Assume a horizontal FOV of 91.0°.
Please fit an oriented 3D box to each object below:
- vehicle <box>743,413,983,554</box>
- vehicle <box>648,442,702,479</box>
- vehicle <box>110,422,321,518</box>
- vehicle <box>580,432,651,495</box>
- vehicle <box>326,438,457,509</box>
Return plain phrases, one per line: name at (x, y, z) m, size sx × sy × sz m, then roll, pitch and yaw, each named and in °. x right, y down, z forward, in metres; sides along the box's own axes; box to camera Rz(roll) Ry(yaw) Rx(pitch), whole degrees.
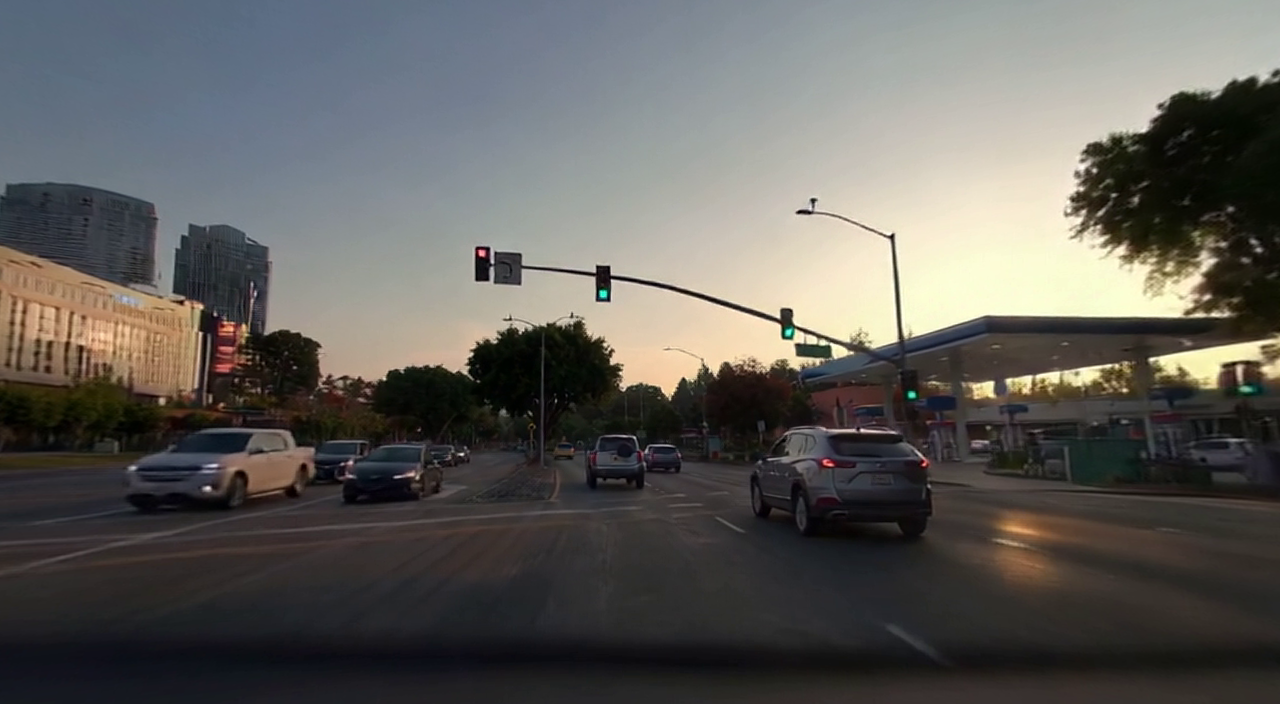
vehicle at (3.161, 1.961, 10.069) m, size 2.000 × 1.745 × 4.206 m, roll 1°, pitch -8°, yaw -5°
vehicle at (1.573, 5.019, 29.430) m, size 1.800 × 1.592 × 3.658 m, roll 1°, pitch -9°, yaw -8°
vehicle at (-8.962, 2.500, 13.860) m, size 1.992 × 1.755 × 4.283 m, roll 1°, pitch -8°, yaw -6°
vehicle at (-0.887, 3.513, 20.251) m, size 2.051 × 1.798 × 4.168 m, roll 1°, pitch -8°, yaw -5°
vehicle at (-6.037, 2.959, 15.888) m, size 1.987 × 1.505 × 4.337 m, roll 1°, pitch -9°, yaw -7°
